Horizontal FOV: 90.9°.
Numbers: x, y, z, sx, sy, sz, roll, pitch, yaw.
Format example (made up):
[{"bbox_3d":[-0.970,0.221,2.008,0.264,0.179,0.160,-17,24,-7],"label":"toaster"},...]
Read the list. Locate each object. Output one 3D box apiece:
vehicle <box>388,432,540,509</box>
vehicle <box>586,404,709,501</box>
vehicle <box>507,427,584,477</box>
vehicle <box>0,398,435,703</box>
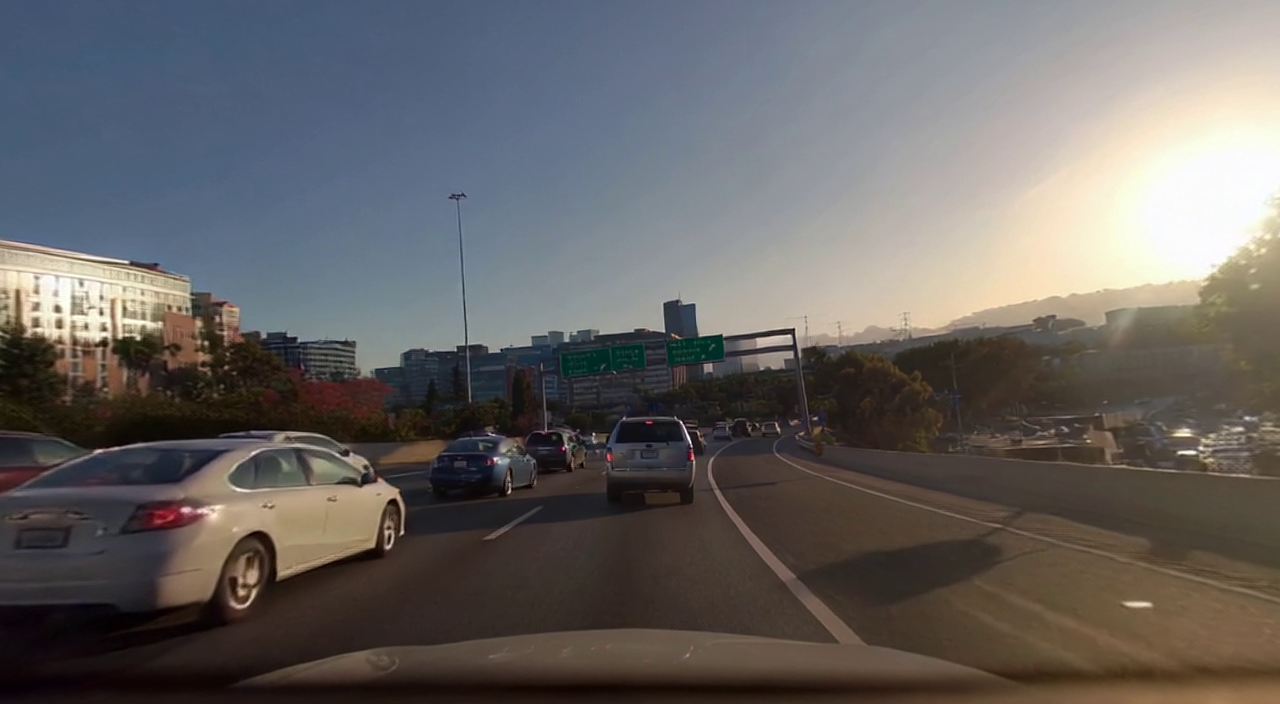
[{"bbox_3d":[-3.793,2.643,14.526,2.087,1.481,4.225,0,-9,3],"label":"vehicle"},{"bbox_3d":[0.254,2.583,16.455,2.616,2.063,5.933,0,-9,2],"label":"vehicle"},{"bbox_3d":[-3.479,3.820,24.150,1.953,1.729,4.377,0,-9,4],"label":"vehicle"},{"bbox_3d":[-3.645,1.330,5.309,1.998,1.494,5.020,0,-9,2],"label":"vehicle"}]
